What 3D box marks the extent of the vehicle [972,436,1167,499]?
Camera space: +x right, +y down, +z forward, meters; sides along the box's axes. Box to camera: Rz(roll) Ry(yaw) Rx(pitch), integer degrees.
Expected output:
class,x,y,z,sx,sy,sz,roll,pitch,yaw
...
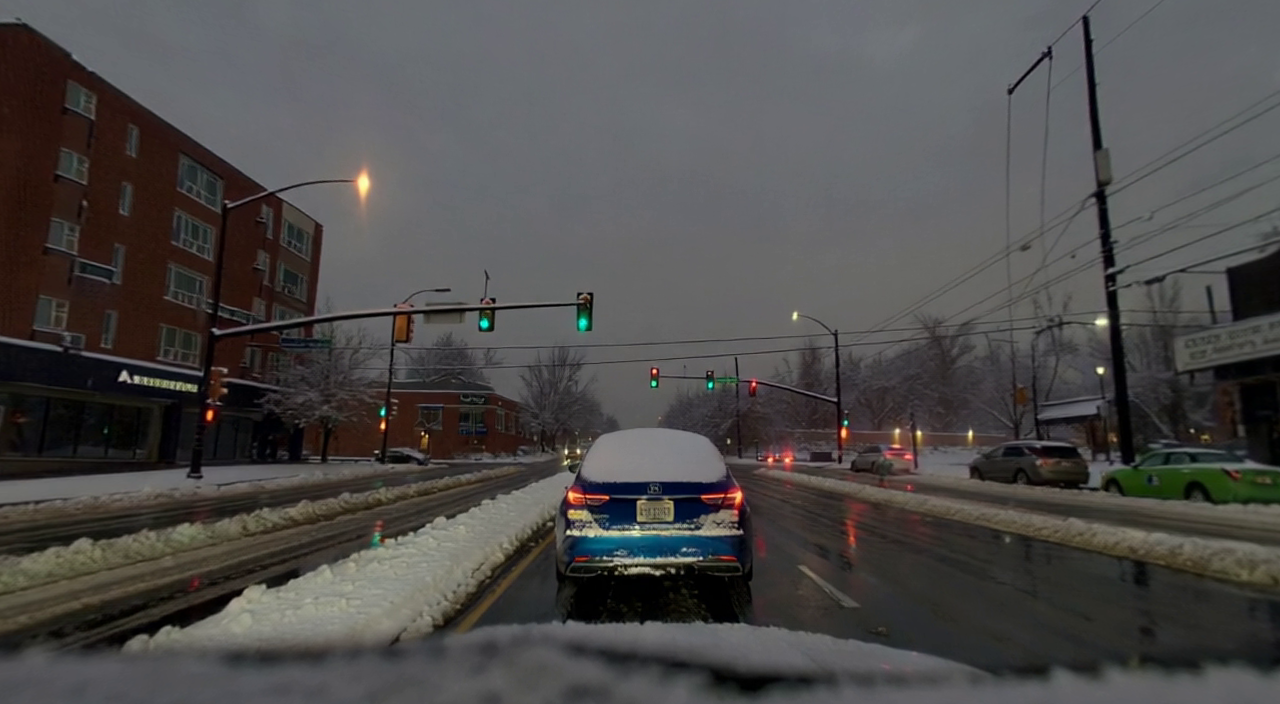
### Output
class,x,y,z,sx,sy,sz,roll,pitch,yaw
vehicle,14.069,3.815,21.359,2.309,1.819,5.793,1,-9,-3

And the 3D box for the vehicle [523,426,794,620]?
class,x,y,z,sx,sy,sz,roll,pitch,yaw
vehicle,0.132,1.634,7.018,2.067,1.471,4.241,0,-9,0

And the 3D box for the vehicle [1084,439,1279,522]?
class,x,y,z,sx,sy,sz,roll,pitch,yaw
vehicle,14.190,3.104,15.956,2.235,1.721,5.230,0,-9,1
